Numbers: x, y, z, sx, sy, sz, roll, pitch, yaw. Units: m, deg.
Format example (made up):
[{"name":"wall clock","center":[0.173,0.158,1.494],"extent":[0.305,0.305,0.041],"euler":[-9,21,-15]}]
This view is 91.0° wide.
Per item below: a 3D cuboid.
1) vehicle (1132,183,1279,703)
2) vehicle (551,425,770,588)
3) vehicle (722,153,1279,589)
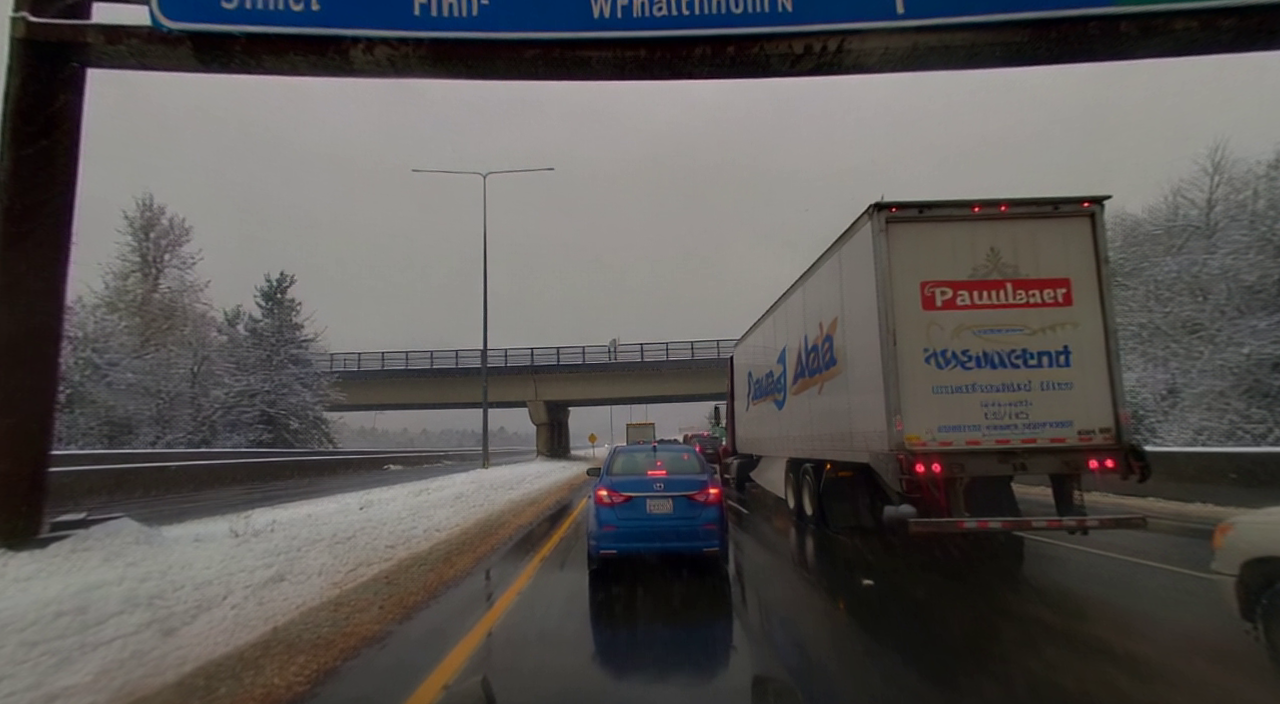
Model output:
[{"name":"vehicle","center":[4.730,0.101,0.631],"extent":[2.892,2.615,6.650],"euler":[0,-8,-2]},{"name":"vehicle","center":[0.177,1.703,7.757],"extent":[2.045,1.490,3.597],"euler":[-1,-8,0]},{"name":"vehicle","center":[4.202,1.072,12.965],"extent":[2.827,4.081,14.305],"euler":[0,-8,-1]}]
